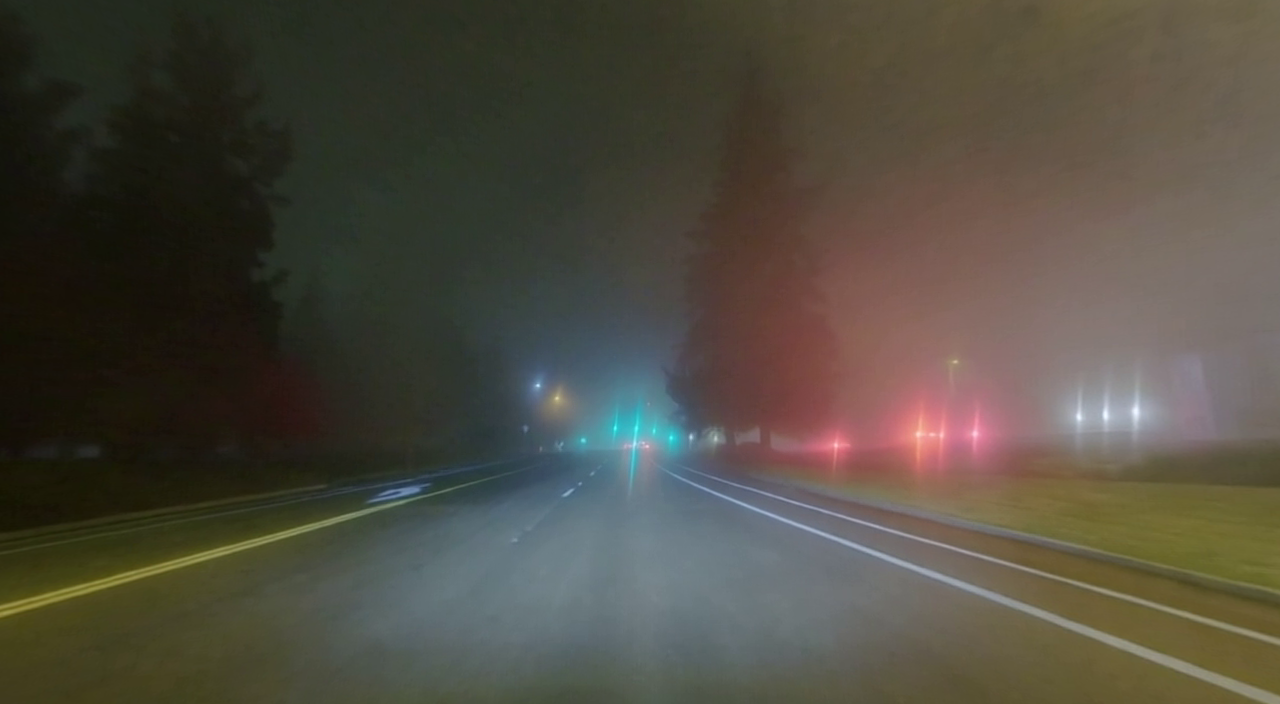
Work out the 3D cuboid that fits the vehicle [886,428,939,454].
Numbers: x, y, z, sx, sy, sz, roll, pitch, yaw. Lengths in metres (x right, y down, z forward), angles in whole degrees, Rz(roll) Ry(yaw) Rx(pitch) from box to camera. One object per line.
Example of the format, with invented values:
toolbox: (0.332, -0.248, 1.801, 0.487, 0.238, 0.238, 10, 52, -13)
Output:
vehicle: (19.612, 6.496, 45.638, 1.924, 1.703, 4.254, -2, -10, 0)
